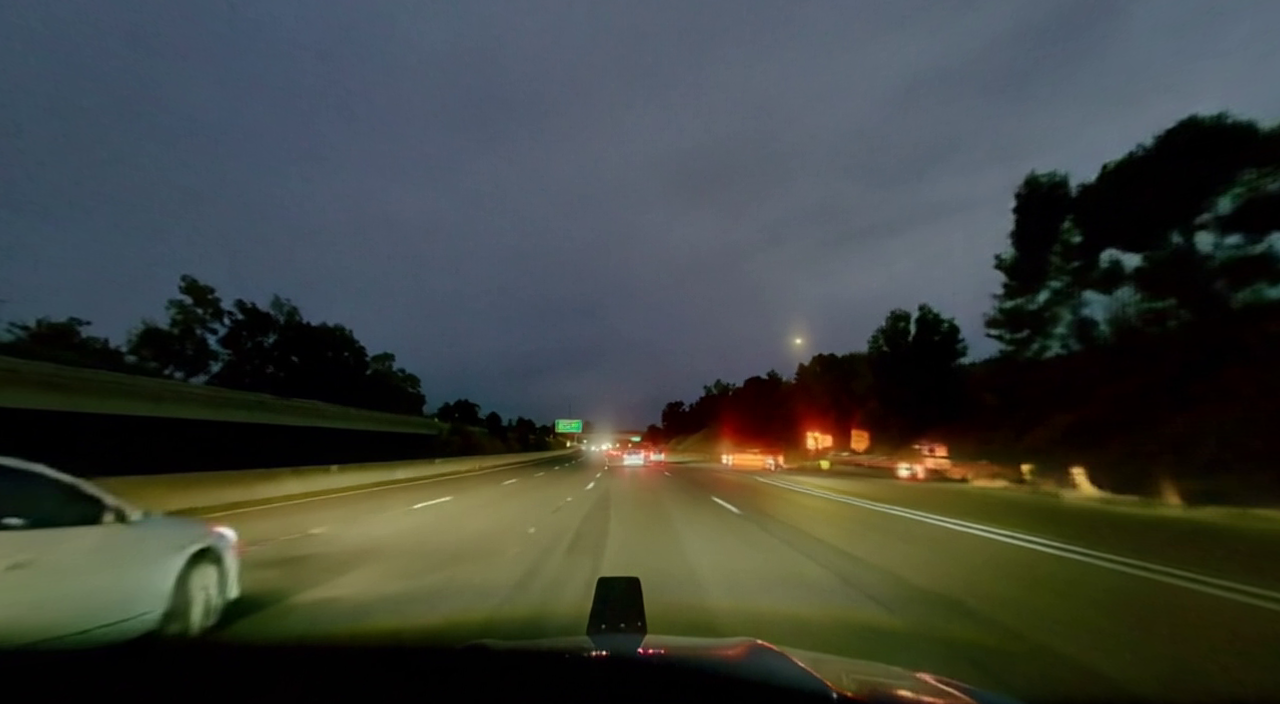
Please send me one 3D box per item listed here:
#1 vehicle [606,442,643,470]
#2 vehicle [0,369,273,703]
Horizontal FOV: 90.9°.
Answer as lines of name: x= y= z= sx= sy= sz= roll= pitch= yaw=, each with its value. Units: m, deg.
vehicle: x=-1.126 y=7.067 z=43.043 sx=2.328 sy=1.805 sz=4.502 roll=0 pitch=-8 yaw=-3
vehicle: x=-3.840 y=0.848 z=2.299 sx=2.114 sy=1.650 sz=4.730 roll=0 pitch=-8 yaw=0
